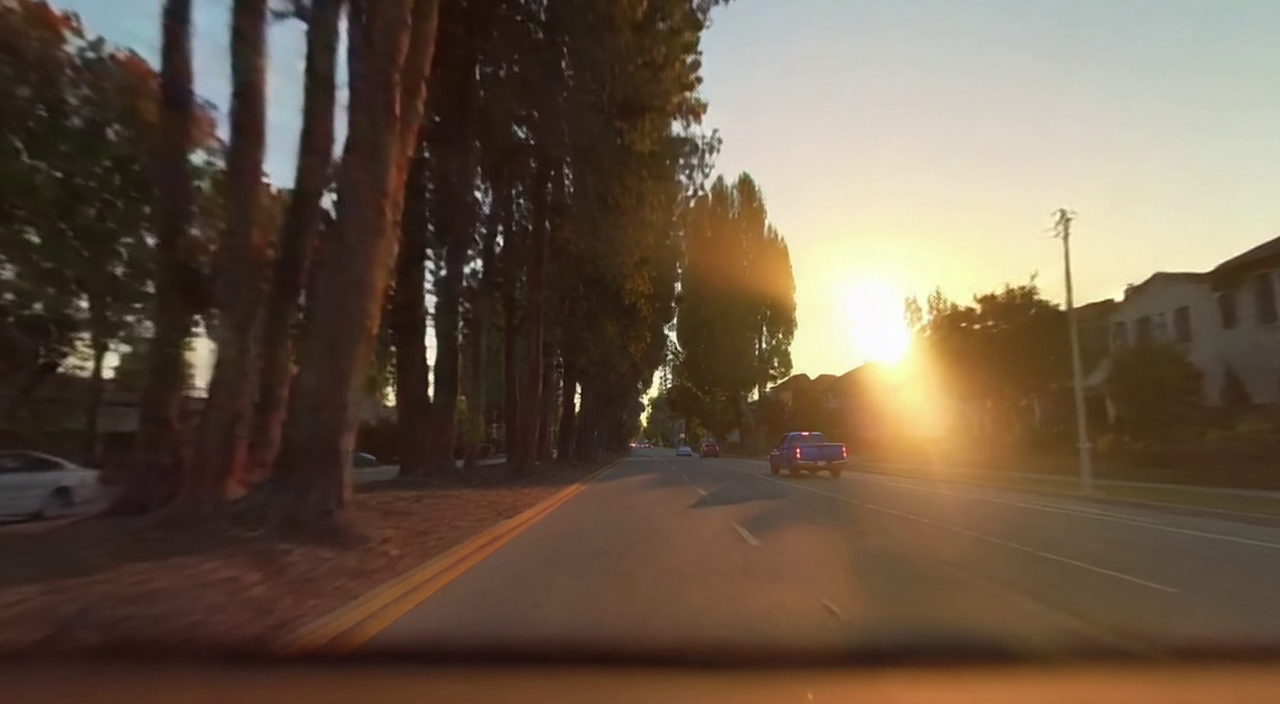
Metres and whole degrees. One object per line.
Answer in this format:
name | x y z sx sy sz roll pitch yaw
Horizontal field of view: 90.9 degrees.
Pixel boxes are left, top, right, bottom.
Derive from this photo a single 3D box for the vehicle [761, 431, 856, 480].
vehicle | 6.636 4.152 25.655 2.262 1.769 5.666 0 -8 -1
